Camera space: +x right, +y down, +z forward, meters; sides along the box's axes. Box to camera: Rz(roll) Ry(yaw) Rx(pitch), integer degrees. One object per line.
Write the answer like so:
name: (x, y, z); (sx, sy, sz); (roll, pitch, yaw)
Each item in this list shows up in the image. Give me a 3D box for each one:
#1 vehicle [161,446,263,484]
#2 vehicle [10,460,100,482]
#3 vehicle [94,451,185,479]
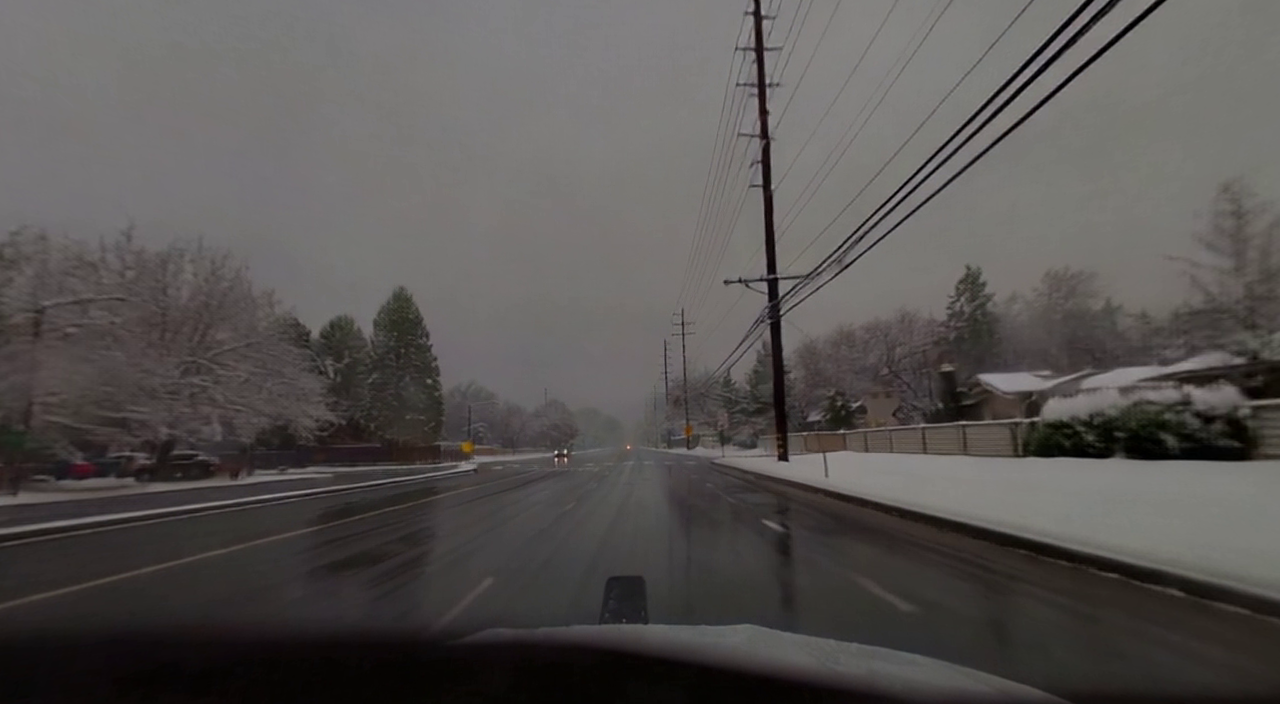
vehicle: (-24.127, 6.328, 35.544); (5.246, 1.961, 2.280); (-4, -9, 25)
vehicle: (-42.635, 8.680, 46.053); (4.454, 1.443, 1.736); (2, -8, -12)
vehicle: (-37.448, 8.419, 47.293); (4.728, 1.955, 2.198); (2, -8, -12)
